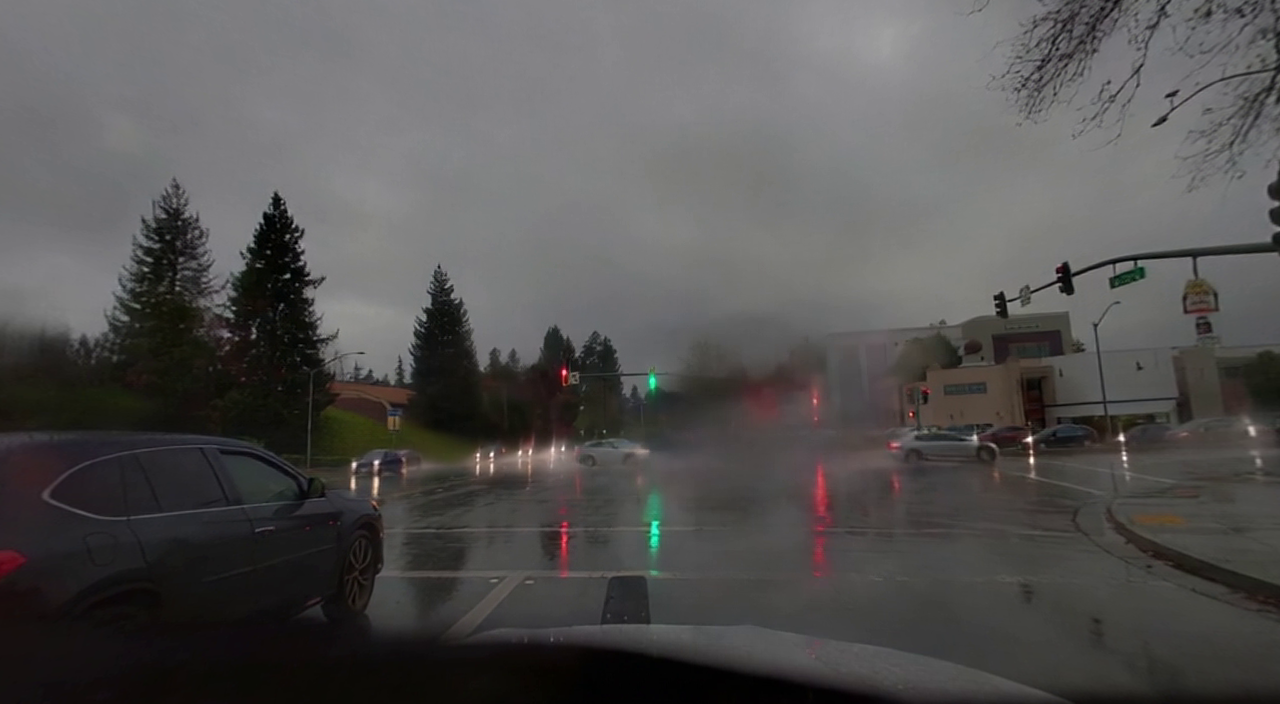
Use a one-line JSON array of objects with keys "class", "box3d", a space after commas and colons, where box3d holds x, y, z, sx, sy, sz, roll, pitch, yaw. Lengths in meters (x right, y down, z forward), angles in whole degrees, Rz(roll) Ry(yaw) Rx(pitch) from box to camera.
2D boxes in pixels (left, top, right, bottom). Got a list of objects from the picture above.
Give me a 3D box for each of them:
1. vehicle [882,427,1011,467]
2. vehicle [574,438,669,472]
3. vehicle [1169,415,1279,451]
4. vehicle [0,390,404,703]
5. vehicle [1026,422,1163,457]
[{"class": "vehicle", "box3d": [12.004, 3.782, 24.993, 4.180, 1.478, 1.986, -2, -9, 12]}, {"class": "vehicle", "box3d": [-0.931, 4.768, 29.351, 4.364, 1.450, 1.841, -8, -12, 43]}, {"class": "vehicle", "box3d": [26.822, 3.663, 28.425, 4.240, 1.540, 1.944, 0, -9, -4]}, {"class": "vehicle", "box3d": [-2.950, 0.984, 2.744, 1.924, 1.482, 4.734, 0, -8, 1]}, {"class": "vehicle", "box3d": [19.919, 3.858, 27.742, 4.552, 1.492, 2.002, 0, -9, -4]}]
